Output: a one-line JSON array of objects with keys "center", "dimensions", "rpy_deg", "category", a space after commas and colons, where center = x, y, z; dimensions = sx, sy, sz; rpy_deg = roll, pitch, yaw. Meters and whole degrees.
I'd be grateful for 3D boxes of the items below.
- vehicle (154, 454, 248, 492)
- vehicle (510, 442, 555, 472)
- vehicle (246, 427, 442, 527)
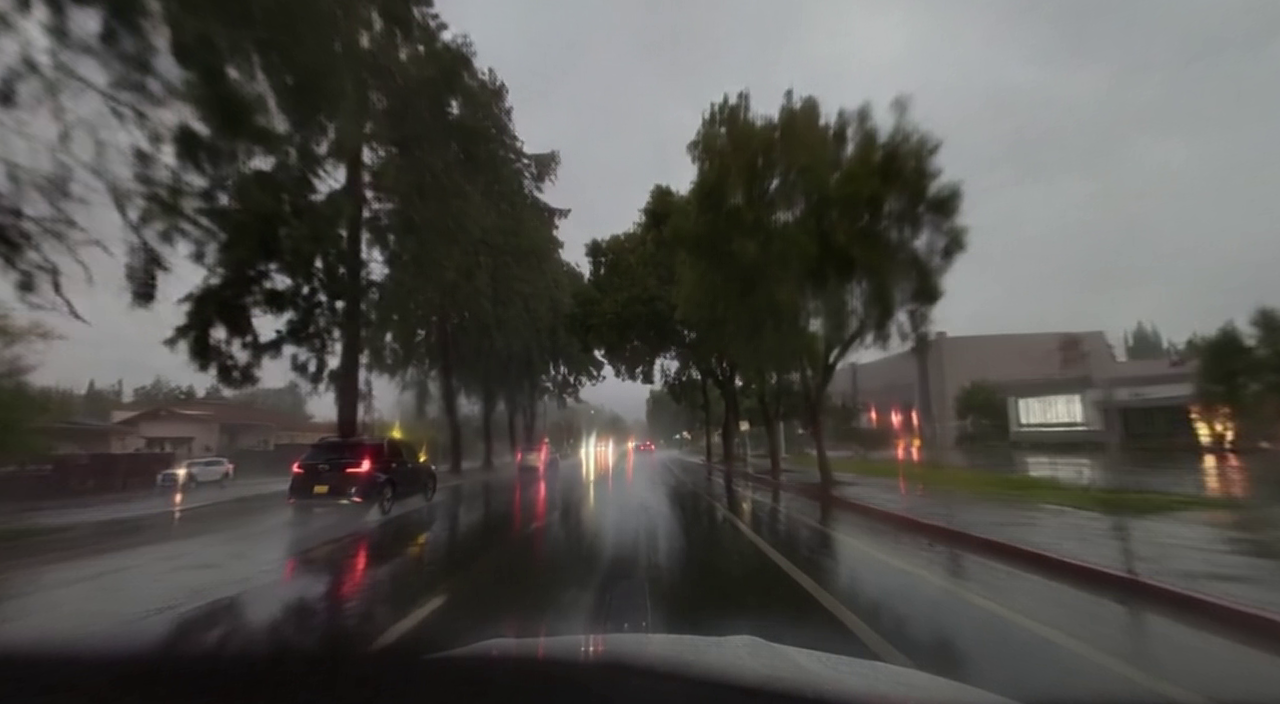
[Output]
[{"center": [-25.231, 6.916, 36.474], "dimensions": [2.031, 1.862, 4.761], "rpy_deg": [-1, -8, 0], "category": "vehicle"}, {"center": [-6.509, 6.363, 38.504], "dimensions": [1.985, 1.708, 4.310], "rpy_deg": [0, -9, 0], "category": "vehicle"}, {"center": [-6.008, 2.571, 13.559], "dimensions": [2.123, 1.761, 4.322], "rpy_deg": [0, -9, 0], "category": "vehicle"}]
